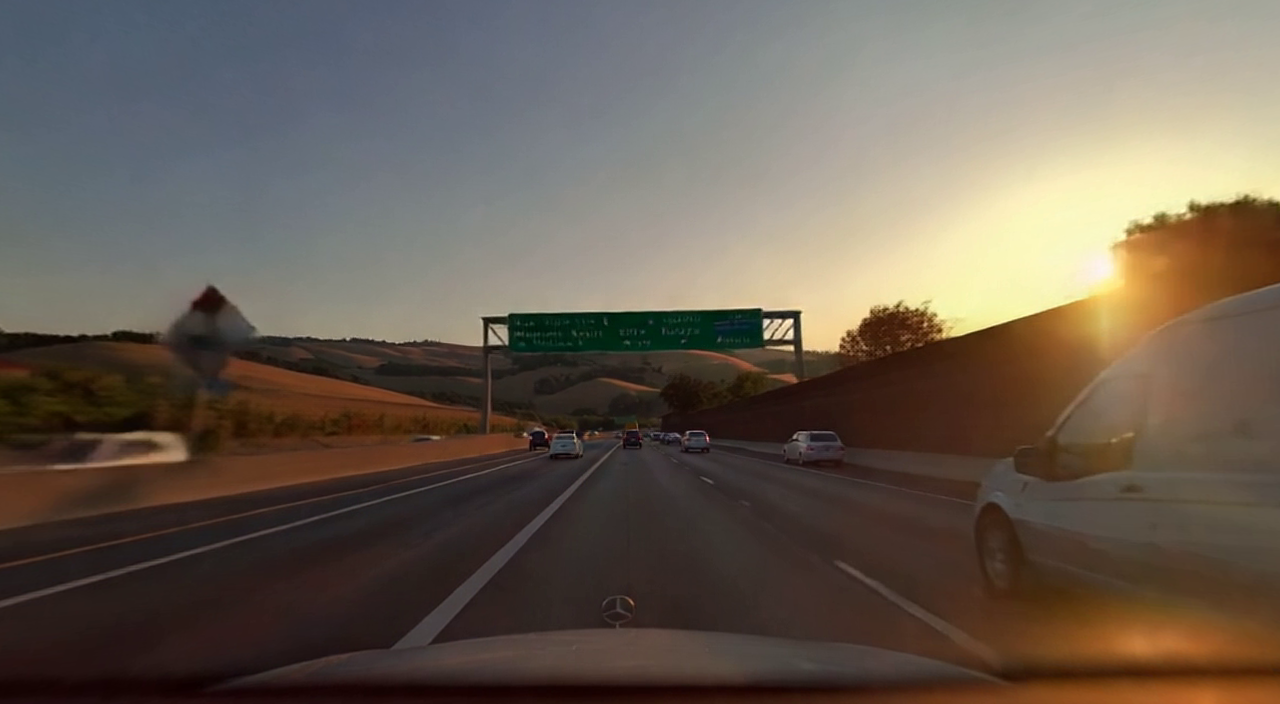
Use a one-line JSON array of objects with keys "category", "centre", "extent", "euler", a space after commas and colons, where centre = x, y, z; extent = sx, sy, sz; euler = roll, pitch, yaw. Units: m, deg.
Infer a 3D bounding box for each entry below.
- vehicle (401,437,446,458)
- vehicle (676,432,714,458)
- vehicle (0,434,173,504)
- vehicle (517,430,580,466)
[{"category": "vehicle", "centre": [-15.469, 6.819, 45.122], "extent": [1.841, 1.447, 3.902], "euler": [0, -8, 0]}, {"category": "vehicle", "centre": [3.165, 5.455, 37.091], "extent": [1.806, 1.469, 3.681], "euler": [0, -8, -2]}, {"category": "vehicle", "centre": [-14.840, 2.904, 16.276], "extent": [2.044, 1.532, 4.528], "euler": [0, -8, 0]}, {"category": "vehicle", "centre": [-4.030, 4.300, 28.434], "extent": [2.204, 1.486, 4.121], "euler": [0, -8, 0]}]
